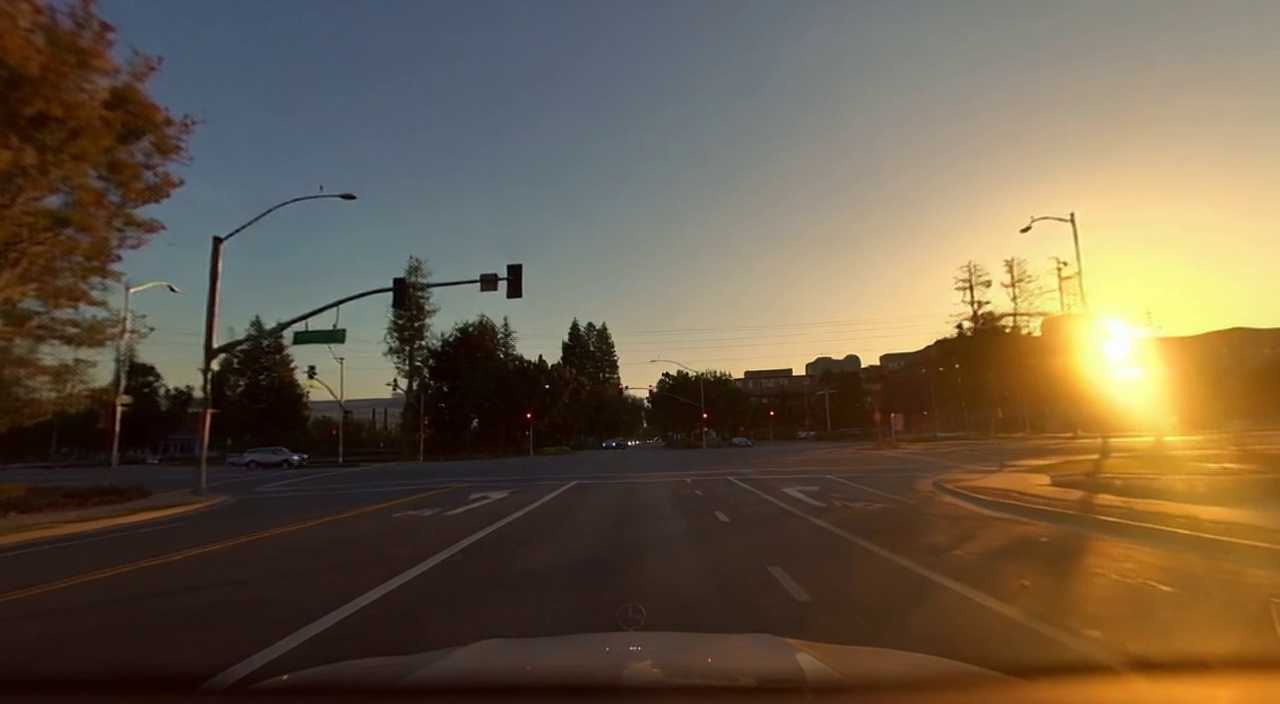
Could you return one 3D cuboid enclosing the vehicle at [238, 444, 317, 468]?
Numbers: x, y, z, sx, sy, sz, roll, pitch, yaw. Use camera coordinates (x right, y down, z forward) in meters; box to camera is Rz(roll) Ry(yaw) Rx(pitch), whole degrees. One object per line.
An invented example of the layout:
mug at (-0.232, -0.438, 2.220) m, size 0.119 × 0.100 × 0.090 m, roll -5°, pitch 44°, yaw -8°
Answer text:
vehicle at (-25.030, 7.156, 43.579) m, size 4.332 × 1.573 × 1.900 m, roll 0°, pitch -8°, yaw 3°
